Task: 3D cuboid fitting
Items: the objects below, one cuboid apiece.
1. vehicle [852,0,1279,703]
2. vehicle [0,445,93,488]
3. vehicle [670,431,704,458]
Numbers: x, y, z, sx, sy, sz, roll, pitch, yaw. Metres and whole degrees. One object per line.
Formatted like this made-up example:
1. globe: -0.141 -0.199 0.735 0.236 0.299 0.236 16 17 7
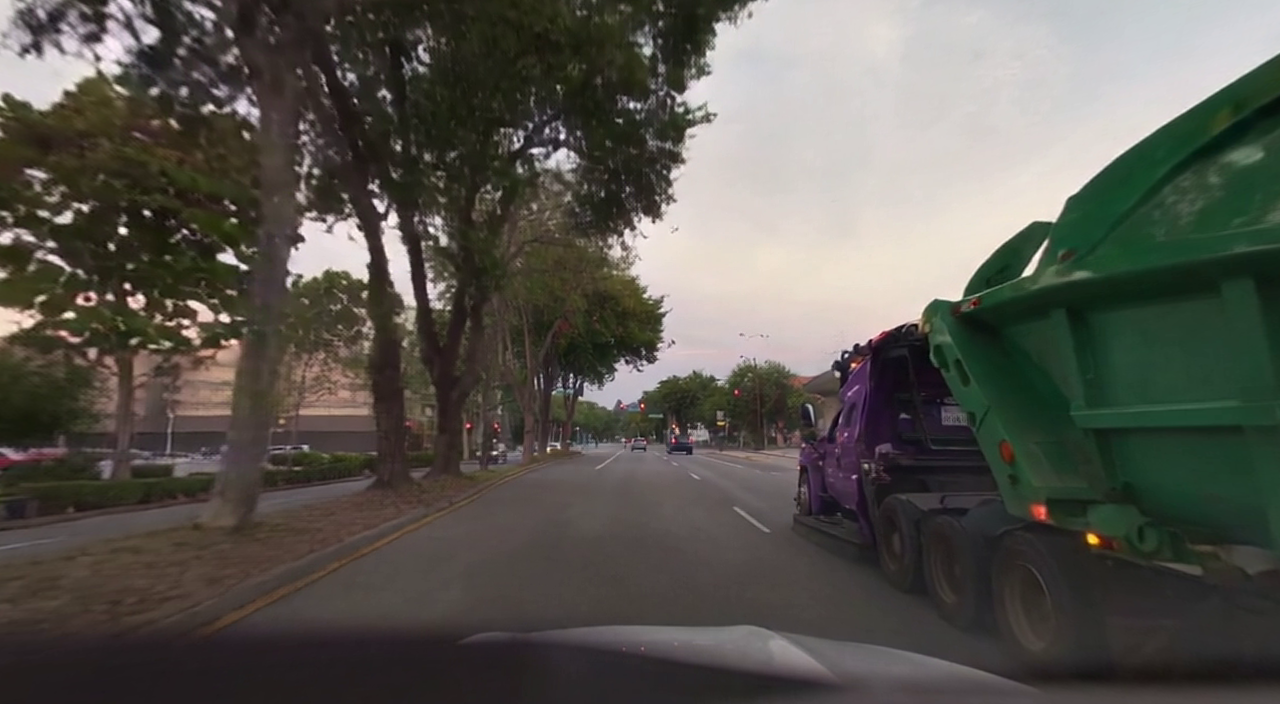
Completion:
1. vehicle: 3.828 -0.102 1.828 2.731 3.407 10.262 0 -9 -1
2. vehicle: -28.023 5.200 28.547 1.978 1.781 4.917 -3 -11 3
3. vehicle: 3.520 7.023 47.978 2.099 1.936 4.575 0 -9 -1
